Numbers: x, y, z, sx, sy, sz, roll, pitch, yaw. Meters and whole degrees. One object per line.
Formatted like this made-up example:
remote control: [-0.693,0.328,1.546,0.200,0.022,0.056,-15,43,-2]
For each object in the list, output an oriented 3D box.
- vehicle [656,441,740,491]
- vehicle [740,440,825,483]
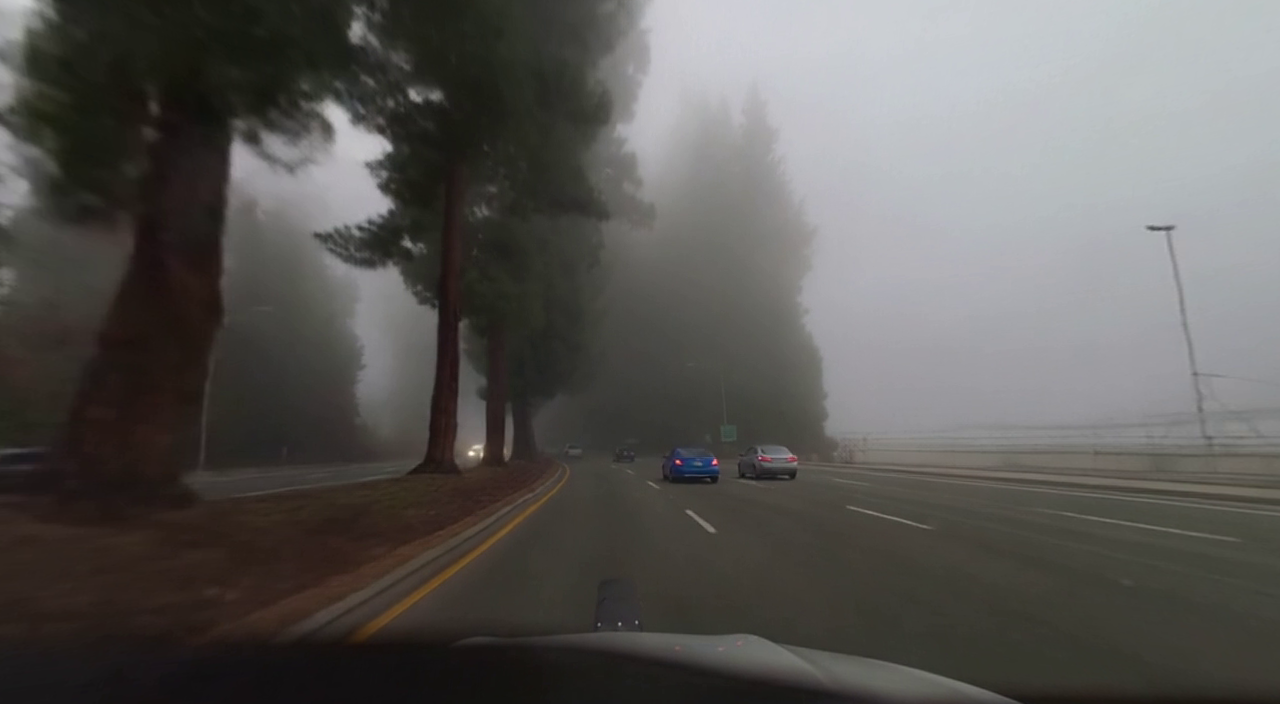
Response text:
vehicle: [1.801,3.742,21.069,2.077,1.464,4.134,1,-8,-5]
vehicle: [5.263,4.105,23.910,1.901,1.474,4.363,1,-8,-5]
